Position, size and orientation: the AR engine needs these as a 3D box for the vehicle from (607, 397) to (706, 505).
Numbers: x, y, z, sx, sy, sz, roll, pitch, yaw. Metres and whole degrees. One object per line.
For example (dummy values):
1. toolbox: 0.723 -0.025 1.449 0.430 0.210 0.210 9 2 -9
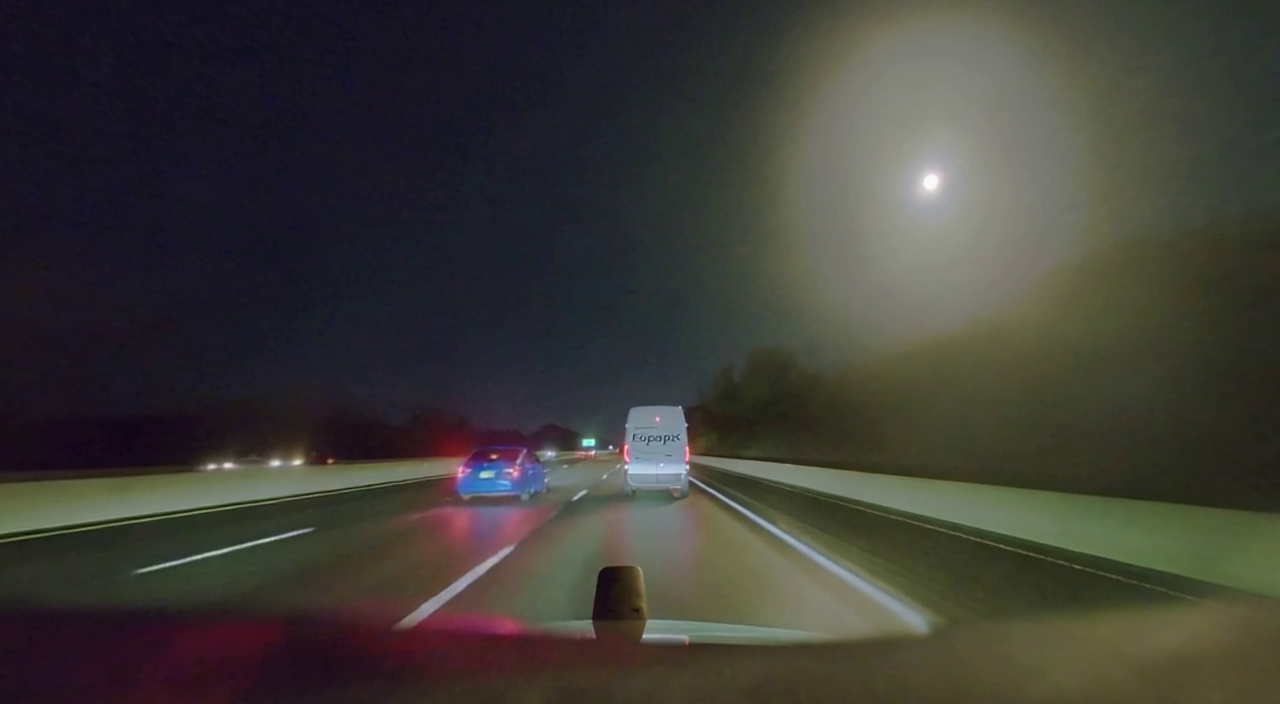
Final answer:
1. vehicle: 0.307 2.750 17.701 2.332 2.558 5.314 0 -9 -2

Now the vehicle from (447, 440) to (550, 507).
1. vehicle: -3.494 3.047 16.220 1.788 1.500 3.475 0 -9 0

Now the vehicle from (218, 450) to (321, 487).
1. vehicle: -16.072 5.042 27.678 1.839 1.437 4.315 0 -9 1
